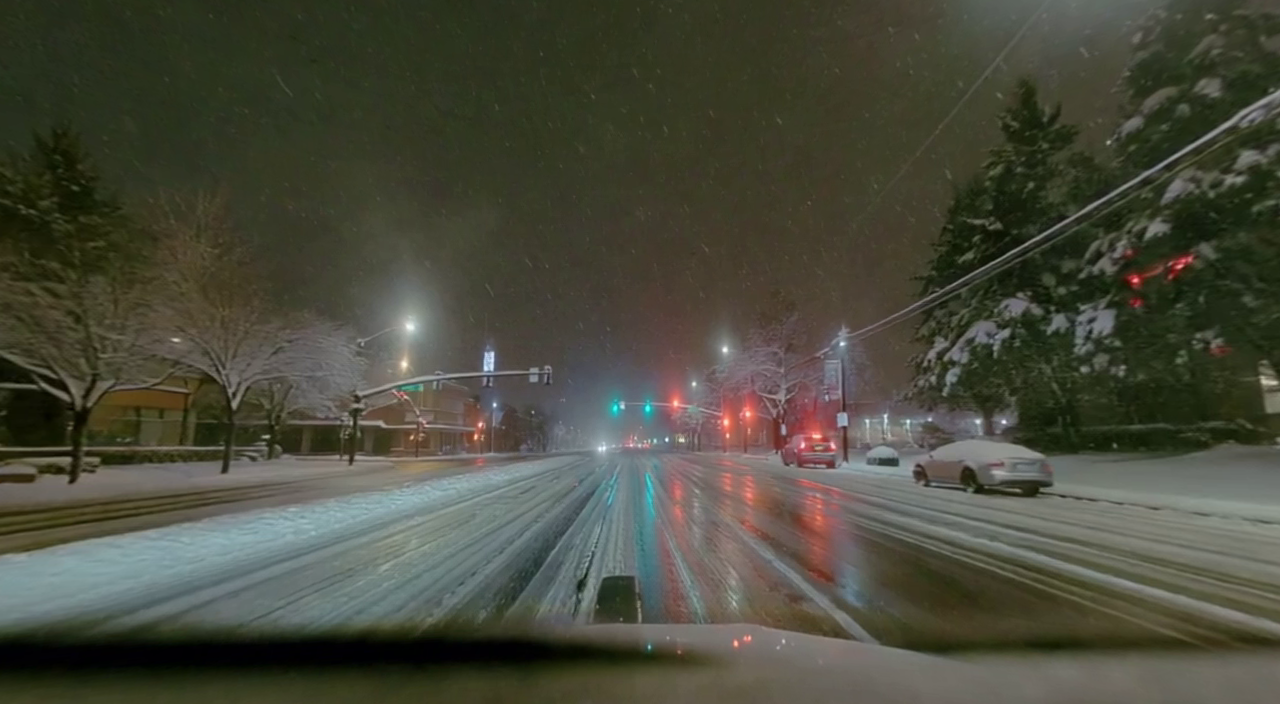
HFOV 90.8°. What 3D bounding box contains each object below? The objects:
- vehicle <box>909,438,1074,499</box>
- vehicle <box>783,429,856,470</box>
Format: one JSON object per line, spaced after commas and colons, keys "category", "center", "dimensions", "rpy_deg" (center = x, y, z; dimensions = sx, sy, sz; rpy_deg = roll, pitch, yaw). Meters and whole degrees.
{"category": "vehicle", "center": [9.671, 3.220, 17.931], "dimensions": [1.945, 1.478, 4.653], "rpy_deg": [0, -8, -1]}
{"category": "vehicle", "center": [10.009, 5.509, 35.917], "dimensions": [2.273, 2.103, 5.788], "rpy_deg": [0, -8, -2]}
